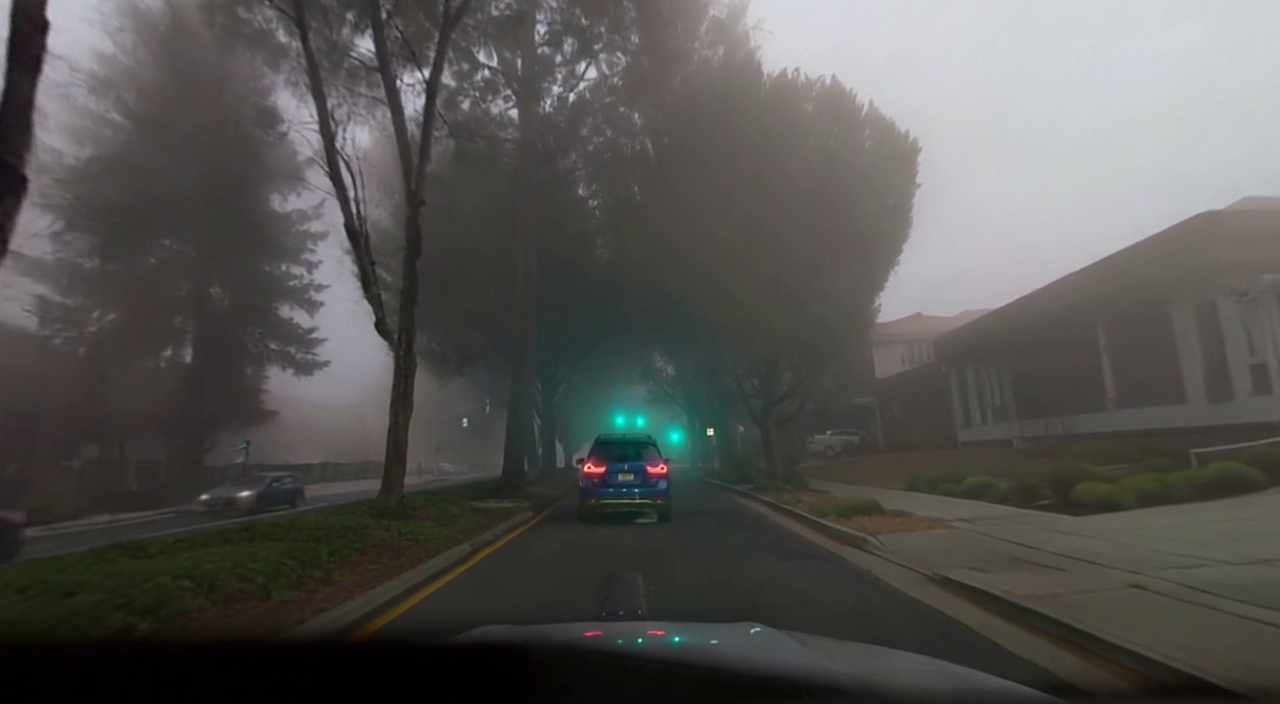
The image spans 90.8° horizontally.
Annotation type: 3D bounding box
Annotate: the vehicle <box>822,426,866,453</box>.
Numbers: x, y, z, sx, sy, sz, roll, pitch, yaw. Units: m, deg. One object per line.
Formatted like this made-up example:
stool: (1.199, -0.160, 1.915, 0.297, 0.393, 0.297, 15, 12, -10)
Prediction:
vehicle: (16.011, 6.952, 49.852, 2.039, 1.990, 5.111, 0, -8, 3)

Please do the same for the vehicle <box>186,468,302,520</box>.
vehicle: (-15.650, 5.589, 25.266, 1.785, 1.699, 4.328, 0, -8, 0)

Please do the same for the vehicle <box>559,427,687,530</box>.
vehicle: (-0.314, 2.402, 12.583, 2.136, 1.703, 3.910, 0, -8, -1)
